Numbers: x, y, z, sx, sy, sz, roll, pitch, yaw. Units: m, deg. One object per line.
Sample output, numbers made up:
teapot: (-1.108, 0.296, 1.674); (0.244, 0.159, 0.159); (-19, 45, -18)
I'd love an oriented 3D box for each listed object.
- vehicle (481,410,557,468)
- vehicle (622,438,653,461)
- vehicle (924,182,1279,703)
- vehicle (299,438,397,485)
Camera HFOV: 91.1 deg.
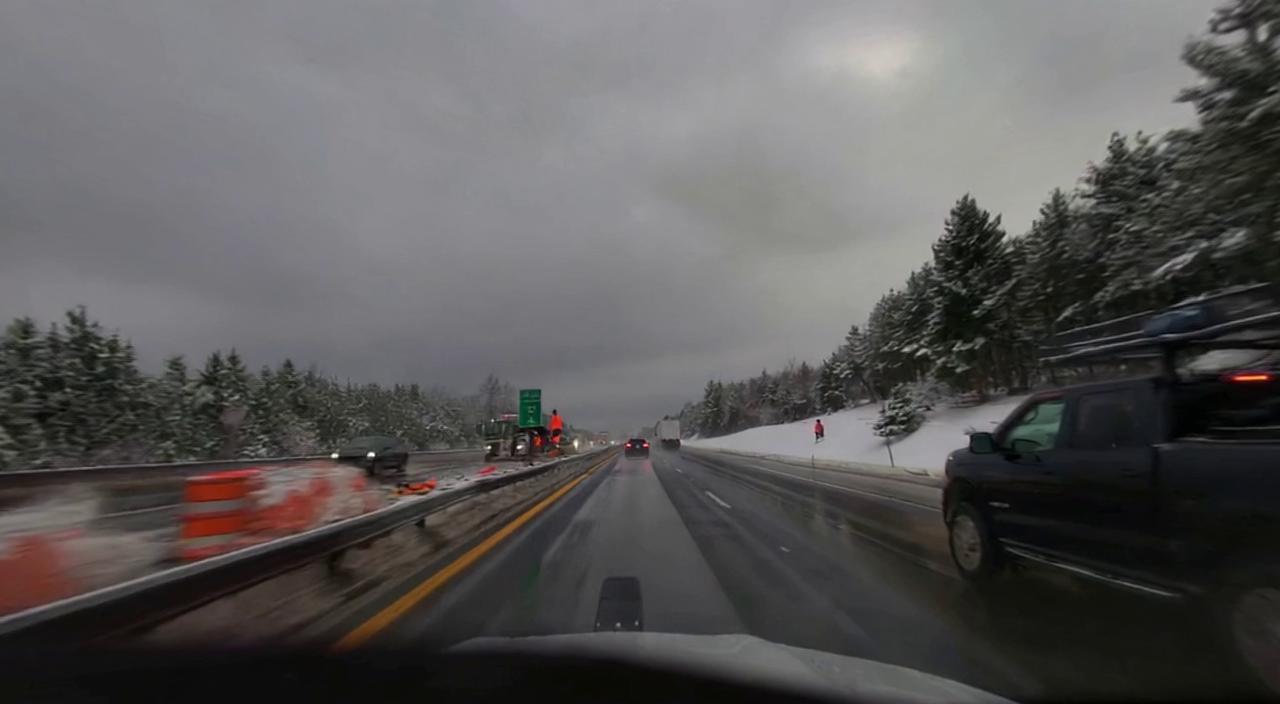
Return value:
vehicle: (-8.167, 6.090, 43.934); (3.088, 3.551, 10.063); (-1, -8, 1)
vehicle: (-0.188, 6.465, 41.810); (2.004, 1.472, 4.075); (0, -8, -1)
vehicle: (4.155, 0.500, 3.240); (2.724, 2.337, 5.508); (0, -8, 0)
vehicle: (-12.943, 4.837, 28.244); (2.048, 1.875, 4.950); (0, -8, 0)
